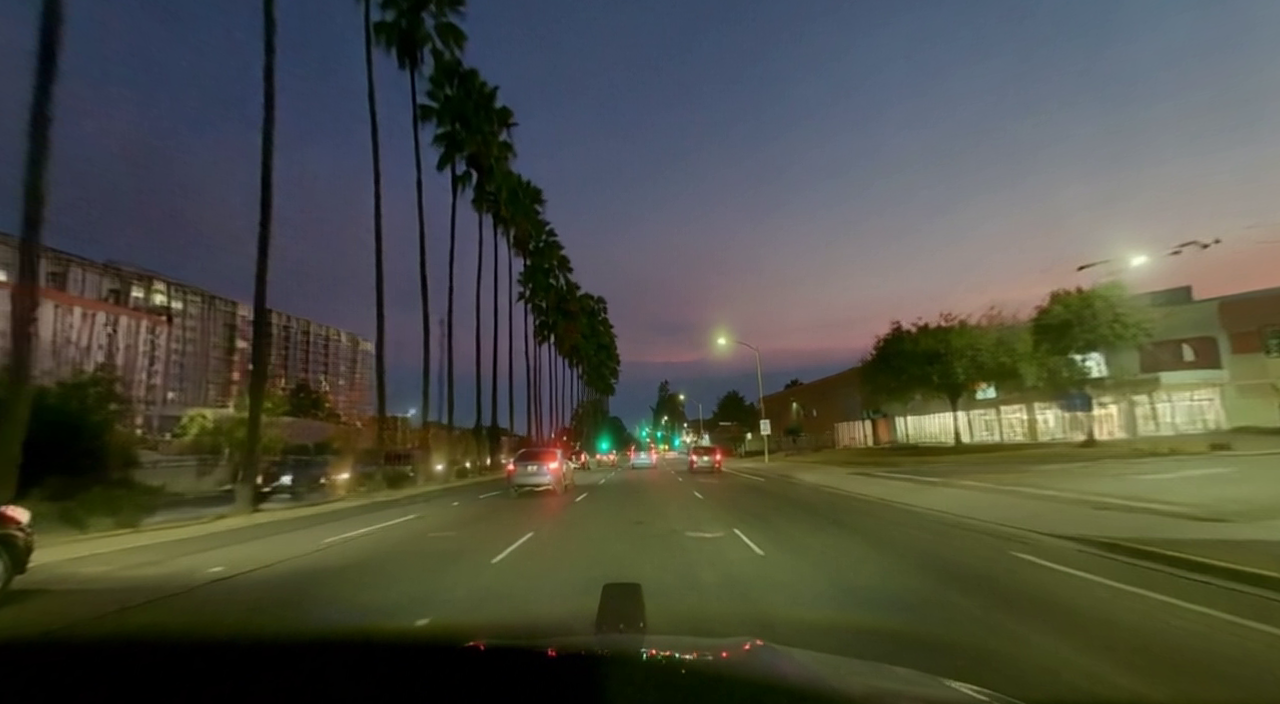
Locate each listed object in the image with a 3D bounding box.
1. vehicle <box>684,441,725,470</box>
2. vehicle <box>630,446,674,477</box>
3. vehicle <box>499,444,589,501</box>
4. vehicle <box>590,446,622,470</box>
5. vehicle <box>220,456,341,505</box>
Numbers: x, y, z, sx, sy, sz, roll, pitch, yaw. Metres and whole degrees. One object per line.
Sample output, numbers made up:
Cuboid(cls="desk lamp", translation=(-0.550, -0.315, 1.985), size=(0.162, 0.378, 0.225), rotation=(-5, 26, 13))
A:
Cuboid(cls="vehicle", translation=(4.087, 6.687, 40.854), size=(2.108, 1.785, 4.334), rotation=(0, -9, -1))
Cuboid(cls="vehicle", translation=(0.610, 5.620, 32.641), size=(2.147, 1.507, 3.953), rotation=(0, -9, 0))
Cuboid(cls="vehicle", translation=(-2.748, 3.558, 19.112), size=(1.908, 1.505, 4.369), rotation=(-1, -9, 2))
Cuboid(cls="vehicle", translation=(-2.600, 8.197, 48.969), size=(2.168, 1.719, 4.283), rotation=(0, -9, 0))
Cuboid(cls="vehicle", translation=(-13.978, 4.984, 24.905), size=(2.026, 1.641, 4.619), rotation=(-1, -9, 1))
